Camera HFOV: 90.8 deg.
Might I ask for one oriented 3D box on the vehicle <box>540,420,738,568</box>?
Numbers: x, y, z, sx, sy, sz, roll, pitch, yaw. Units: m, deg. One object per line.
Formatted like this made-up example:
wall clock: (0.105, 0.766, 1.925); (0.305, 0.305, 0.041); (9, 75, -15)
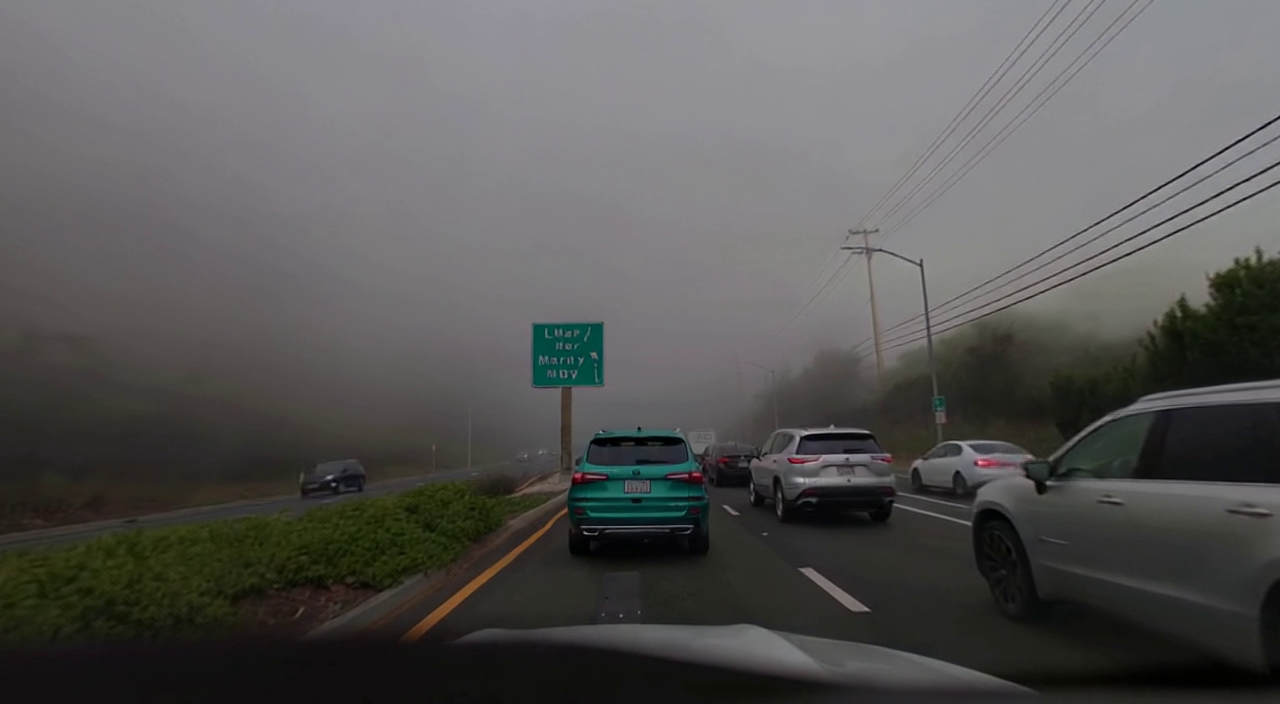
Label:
vehicle: (-0.041, 1.905, 9.255); (2.199, 1.641, 4.232); (0, -8, -1)

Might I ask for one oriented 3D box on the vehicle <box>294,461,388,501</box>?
vehicle: (-13.299, 5.725, 28.453); (1.960, 1.491, 4.700); (0, -8, -1)

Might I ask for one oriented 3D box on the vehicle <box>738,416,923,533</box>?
vehicle: (3.346, 2.261, 12.281); (2.097, 1.818, 4.625); (0, -8, -1)

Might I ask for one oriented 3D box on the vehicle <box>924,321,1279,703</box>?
vehicle: (3.528, 0.875, 3.390); (2.001, 1.707, 4.250); (0, -8, 0)
